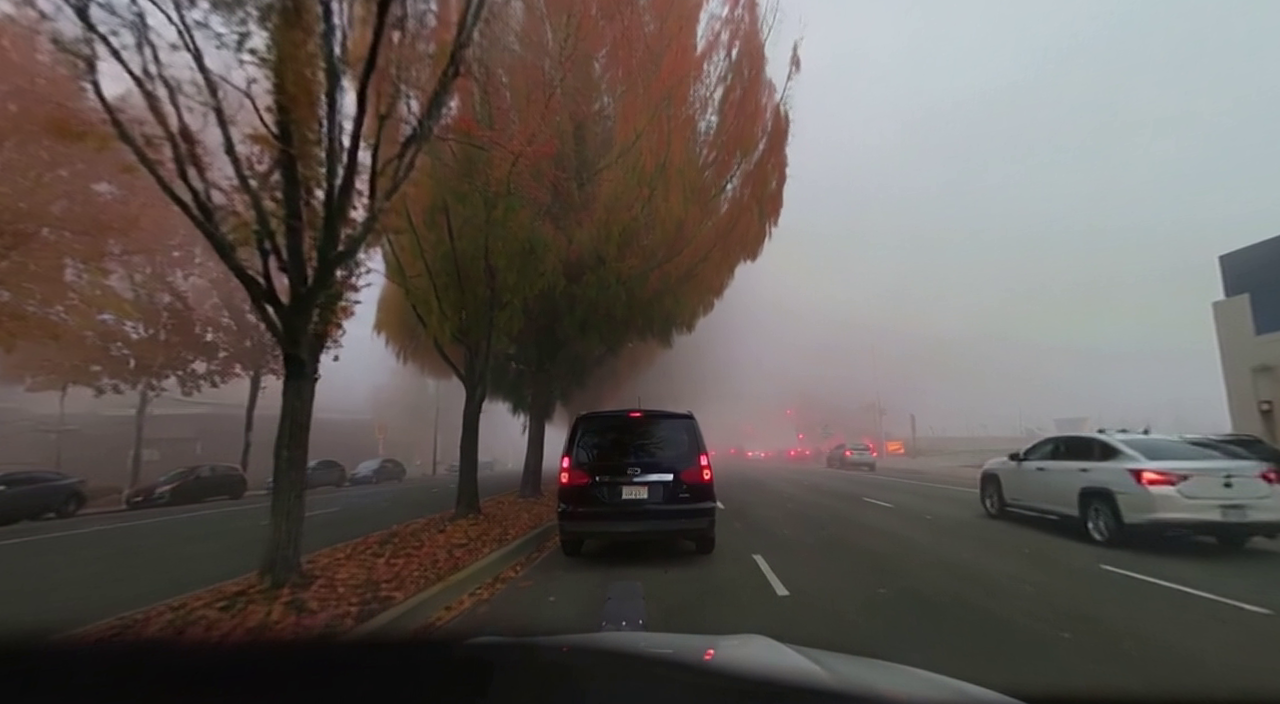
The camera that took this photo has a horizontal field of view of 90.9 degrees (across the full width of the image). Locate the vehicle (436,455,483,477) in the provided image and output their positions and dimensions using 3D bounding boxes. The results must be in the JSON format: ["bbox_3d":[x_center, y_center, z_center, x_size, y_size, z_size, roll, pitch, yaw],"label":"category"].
[{"bbox_3d":[-13.475,8.491,47.328,1.995,1.466,4.580,0,-8,2],"label":"vehicle"}]

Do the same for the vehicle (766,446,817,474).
[{"bbox_3d":[8.394,5.977,35.195,1.886,1.464,4.290,0,-8,2],"label":"vehicle"}]

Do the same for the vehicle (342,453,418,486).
[{"bbox_3d":[-14.185,6.404,34.775,1.921,1.621,4.930,-1,-8,3],"label":"vehicle"}]

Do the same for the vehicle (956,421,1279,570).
[{"bbox_3d":[6.674,1.851,9.059,1.928,1.529,4.917,-1,-8,3],"label":"vehicle"}]

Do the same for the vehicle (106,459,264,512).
[{"bbox_3d":[-14.954,4.369,21.110,1.877,1.445,4.436,0,-8,2],"label":"vehicle"}]

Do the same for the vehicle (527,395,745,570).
[{"bbox_3d":[0.090,1.744,9.186,2.344,1.863,4.665,-1,-8,4],"label":"vehicle"}]

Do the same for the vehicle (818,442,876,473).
[{"bbox_3d":[12.330,6.305,37.860,2.040,1.738,4.414,0,-8,1],"label":"vehicle"}]

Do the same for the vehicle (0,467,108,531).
[{"bbox_3d":[-15.491,3.481,14.955,1.797,1.351,4.300,-1,-8,5],"label":"vehicle"}]

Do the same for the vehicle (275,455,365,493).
[{"bbox_3d":[-14.666,5.579,29.177,1.947,1.558,4.065,0,-8,2],"label":"vehicle"}]

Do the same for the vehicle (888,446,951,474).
[{"bbox_3d":[15.382,5.965,34.938,1.916,1.452,3.811,0,-9,4],"label":"vehicle"}]
